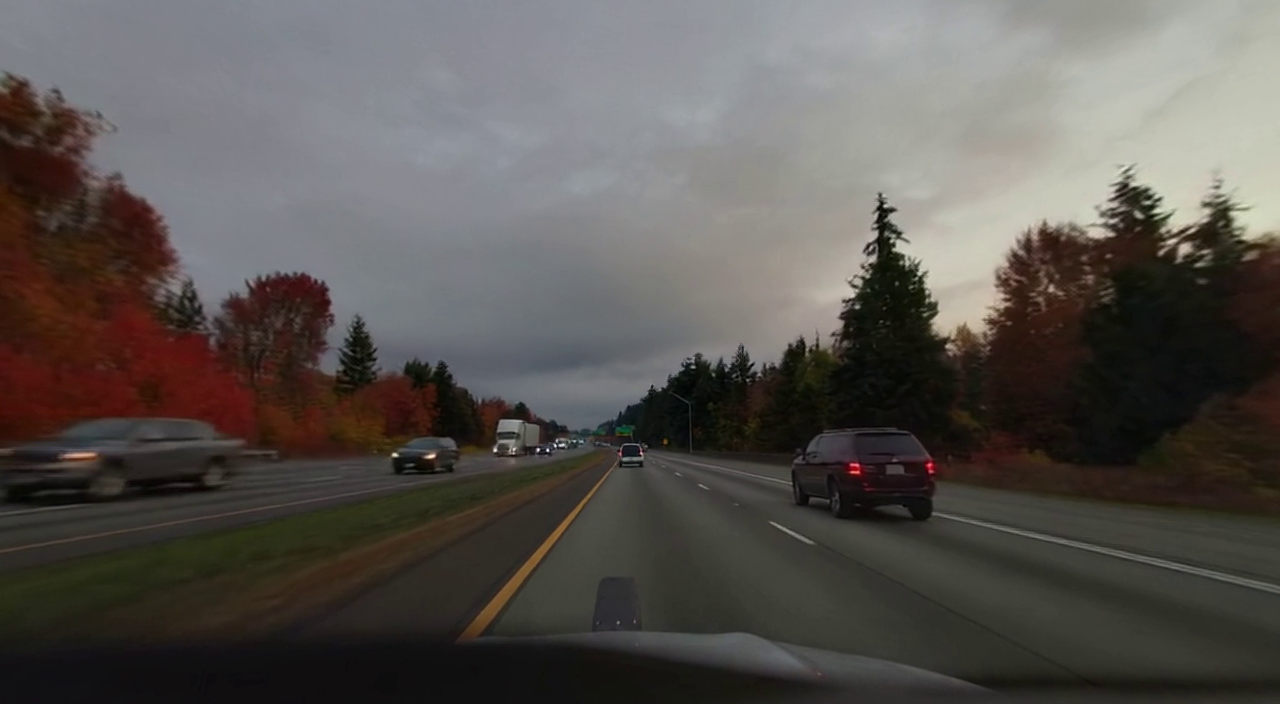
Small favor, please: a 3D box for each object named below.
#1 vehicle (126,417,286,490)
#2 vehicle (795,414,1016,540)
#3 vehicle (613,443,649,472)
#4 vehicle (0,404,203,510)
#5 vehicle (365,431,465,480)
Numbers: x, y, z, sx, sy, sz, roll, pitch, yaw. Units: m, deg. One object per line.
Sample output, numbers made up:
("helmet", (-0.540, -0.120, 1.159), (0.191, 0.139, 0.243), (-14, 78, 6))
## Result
("vehicle", (-12.374, 2.914, 18.202), (2.022, 1.882, 3.487), (-1, -9, 1))
("vehicle", (4.259, 2.073, 10.951), (1.982, 1.745, 4.151), (0, -9, 0))
("vehicle", (-0.591, 6.681, 39.928), (2.151, 1.693, 4.201), (0, -9, -1))
("vehicle", (-12.310, 2.248, 13.620), (2.160, 1.890, 4.748), (-1, -9, 0))
("vehicle", (-8.332, 3.871, 23.670), (2.047, 1.628, 4.536), (-1, -9, 1))
